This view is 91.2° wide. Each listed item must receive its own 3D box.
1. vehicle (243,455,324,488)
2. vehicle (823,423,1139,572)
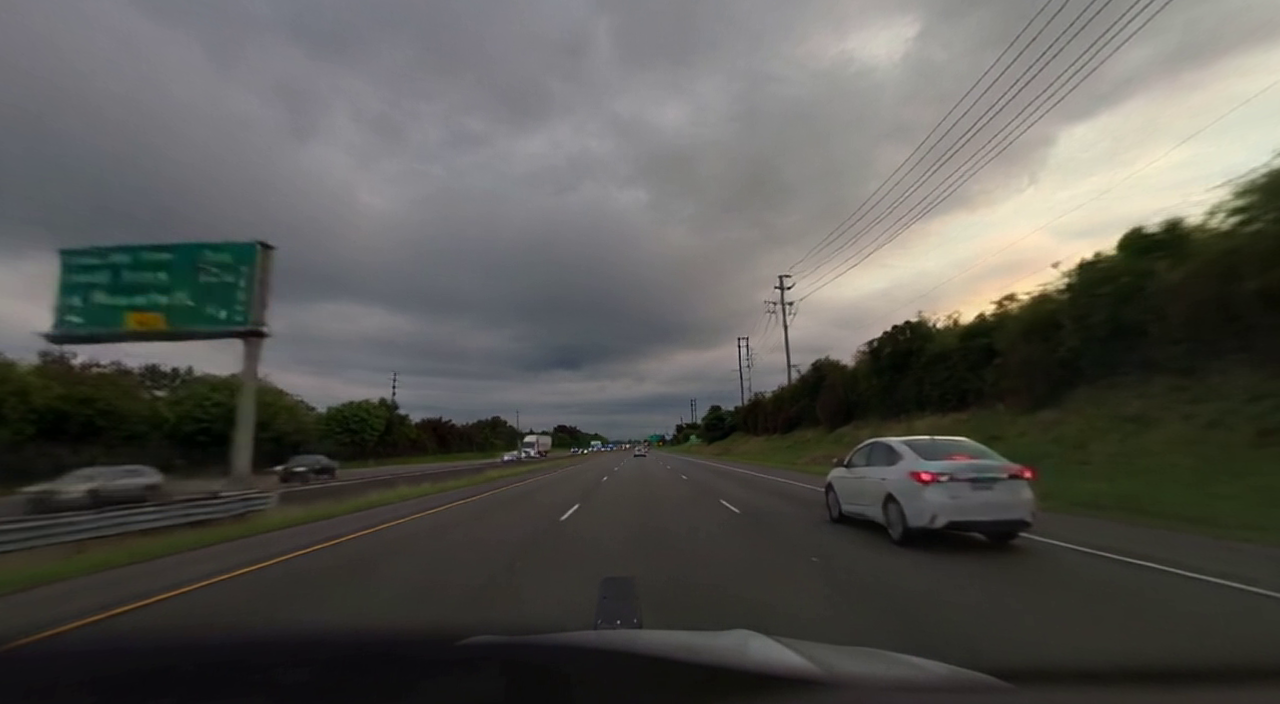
[{"bbox_3d":[-19.373,6.463,34.251,1.907,1.622,4.260,0,-9,0],"label":"vehicle"},{"bbox_3d":[4.256,1.870,8.801,2.054,1.565,4.089,0,-9,-1],"label":"vehicle"}]
